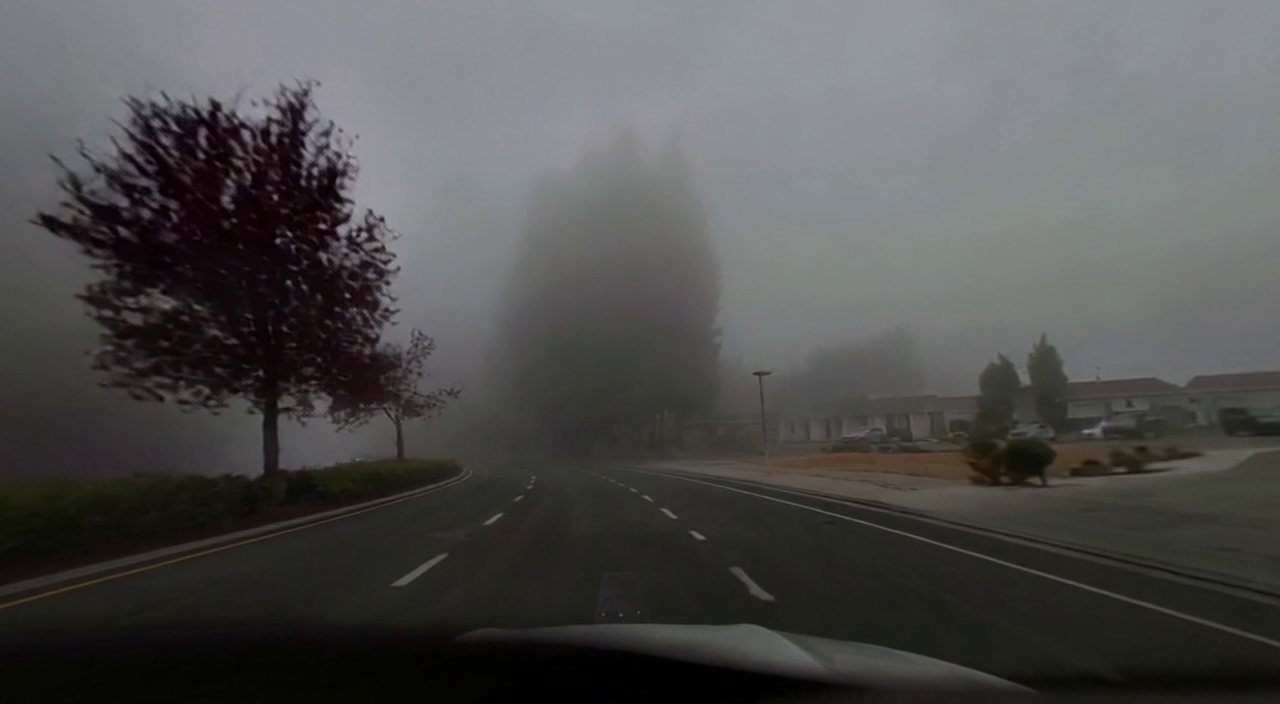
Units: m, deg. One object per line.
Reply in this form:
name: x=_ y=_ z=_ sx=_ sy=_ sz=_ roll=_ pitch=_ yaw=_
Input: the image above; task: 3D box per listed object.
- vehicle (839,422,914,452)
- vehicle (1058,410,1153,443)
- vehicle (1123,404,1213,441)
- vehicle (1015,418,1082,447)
vehicle: x=16.531 y=5.930 z=44.137 sx=4.802 sy=1.900 sz=2.373 roll=3 pitch=-8 yaw=-33
vehicle: x=25.126 y=4.086 z=34.349 sx=2.033 sy=1.533 sz=4.370 roll=-3 pitch=-9 yaw=4
vehicle: x=26.872 y=3.649 z=32.119 sx=4.147 sy=1.680 sz=2.441 roll=6 pitch=-11 yaw=-36
vehicle: x=23.313 y=4.629 z=36.011 sx=4.230 sy=1.459 sz=1.889 roll=7 pitch=-12 yaw=-39
